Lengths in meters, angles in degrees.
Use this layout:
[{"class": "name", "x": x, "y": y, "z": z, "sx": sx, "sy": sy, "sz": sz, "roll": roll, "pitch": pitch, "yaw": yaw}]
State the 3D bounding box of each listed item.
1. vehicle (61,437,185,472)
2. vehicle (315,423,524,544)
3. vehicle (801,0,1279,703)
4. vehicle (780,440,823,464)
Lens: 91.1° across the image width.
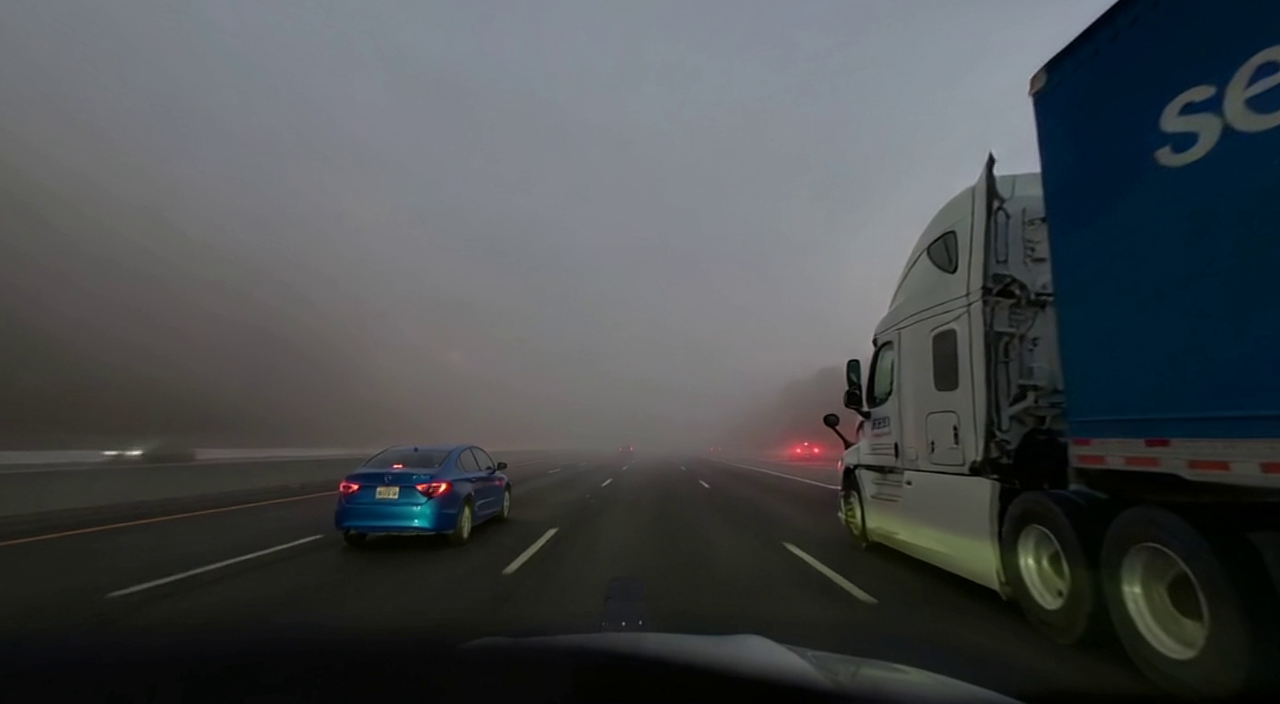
[{"class": "vehicle", "x": -29.144, "y": 5.797, "z": 35.729, "sx": 2.201, "sy": 1.802, "sz": 5.532, "roll": 0, "pitch": -8, "yaw": 2}, {"class": "vehicle", "x": -3.341, "y": 2.068, "z": 10.473, "sx": 1.967, "sy": 1.615, "sz": 3.886, "roll": 0, "pitch": -8, "yaw": 2}, {"class": "vehicle", "x": 4.082, "y": 0.177, "z": 5.494, "sx": 3.277, "sy": 3.871, "sz": 7.882, "roll": 0, "pitch": -8, "yaw": 1}, {"class": "vehicle", "x": 12.199, "y": 7.586, "z": 47.783, "sx": 2.062, "sy": 1.736, "sz": 4.589, "roll": 0, "pitch": -8, "yaw": 0}]
